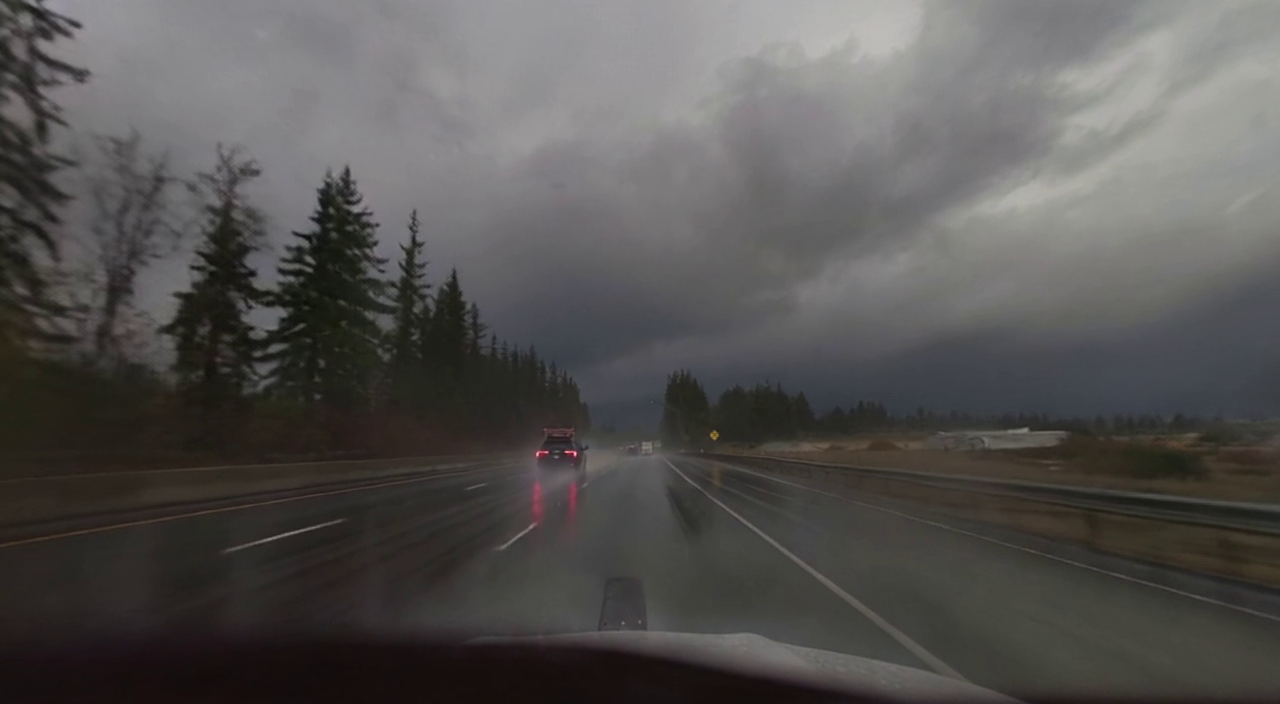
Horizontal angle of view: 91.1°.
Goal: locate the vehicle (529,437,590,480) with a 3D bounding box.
[{"bbox_3d":[-3.505,4.722,28.231,2.084,1.752,4.479,0,-8,1],"label":"vehicle"}]
